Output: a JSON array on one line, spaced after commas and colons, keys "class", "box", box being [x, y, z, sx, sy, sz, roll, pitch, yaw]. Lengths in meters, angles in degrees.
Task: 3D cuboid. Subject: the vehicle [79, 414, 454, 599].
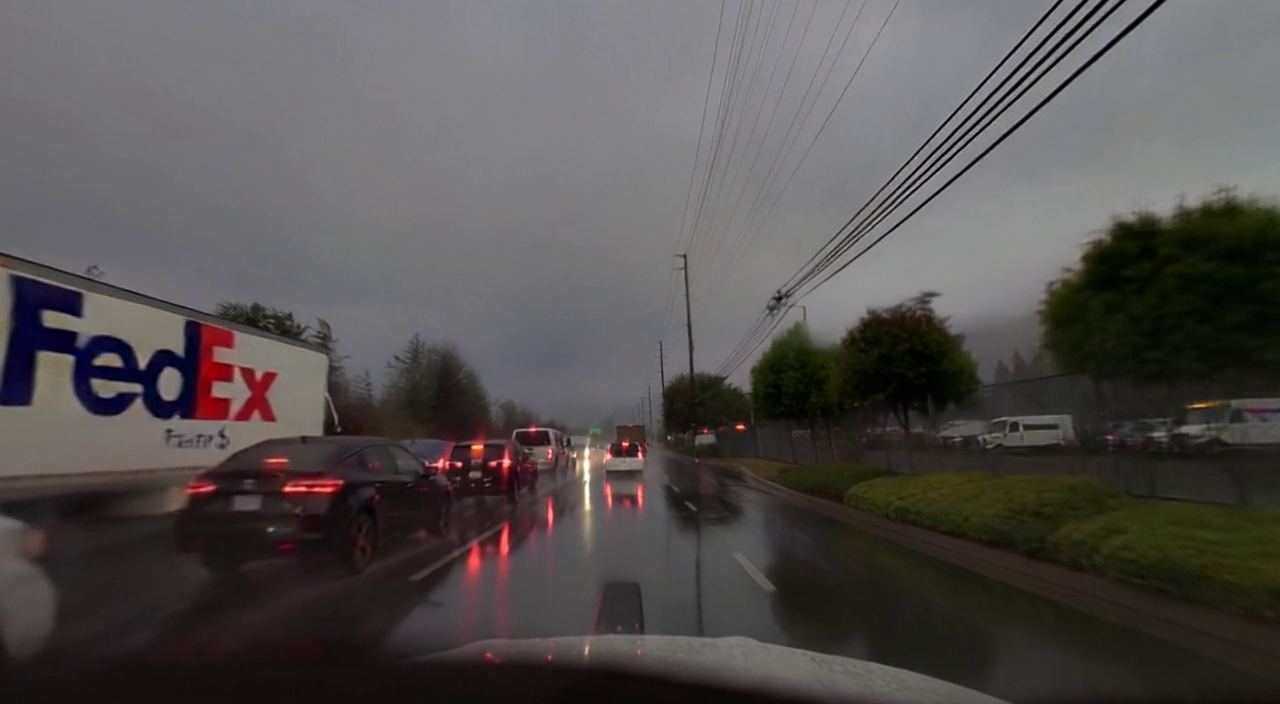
[{"class": "vehicle", "box": [-3.992, 1.704, 7.877, 2.014, 1.637, 4.382, 0, -8, 0]}]

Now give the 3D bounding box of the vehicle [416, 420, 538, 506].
[{"class": "vehicle", "box": [-3.992, 2.801, 16.304, 1.956, 1.865, 4.624, 0, -8, -1]}]

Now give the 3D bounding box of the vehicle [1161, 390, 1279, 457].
[{"class": "vehicle", "box": [32.896, 3.791, 32.985, 8.848, 3.271, 2.774, 0, -9, -4]}]

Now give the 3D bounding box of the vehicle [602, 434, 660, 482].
[{"class": "vehicle", "box": [-0.353, 4.083, 24.557, 2.055, 1.671, 4.147, 0, -8, -1]}]
